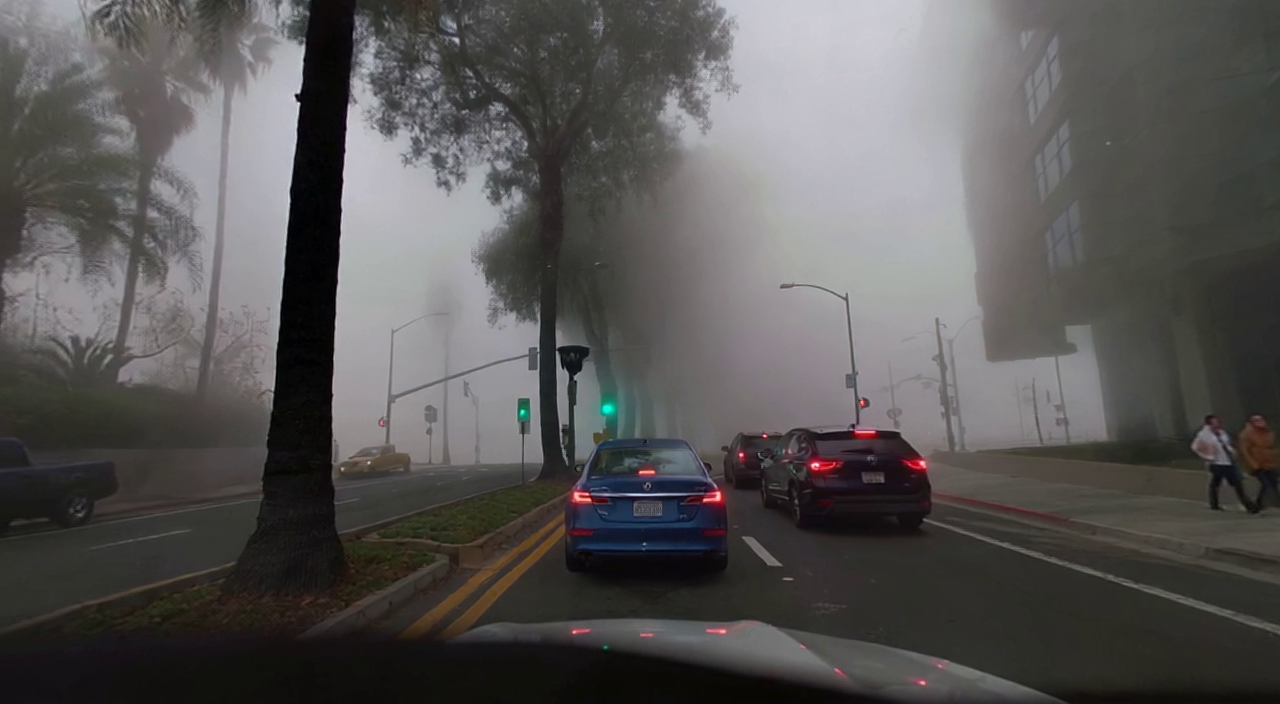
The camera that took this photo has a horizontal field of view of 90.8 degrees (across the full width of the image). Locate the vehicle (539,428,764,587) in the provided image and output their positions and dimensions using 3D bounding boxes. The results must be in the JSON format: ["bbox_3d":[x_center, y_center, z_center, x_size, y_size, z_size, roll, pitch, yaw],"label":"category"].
[{"bbox_3d":[0.148,1.750,7.938,2.088,1.452,3.993,0,-8,1],"label":"vehicle"}]

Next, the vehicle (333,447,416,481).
[{"bbox_3d":[-13.176,5.565,31.707,1.965,1.507,4.725,-1,-8,2],"label":"vehicle"}]

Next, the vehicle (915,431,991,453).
[{"bbox_3d":[22.753,6.551,46.001,4.479,1.513,2.074,1,-9,-7],"label":"vehicle"}]

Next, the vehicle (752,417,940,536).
[{"bbox_3d":[3.410,2.155,11.508,2.003,1.733,4.319,0,-8,1],"label":"vehicle"}]

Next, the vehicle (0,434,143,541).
[{"bbox_3d":[-13.050,2.717,12.280,2.240,1.964,5.707,-6,-8,0],"label":"vehicle"}]
